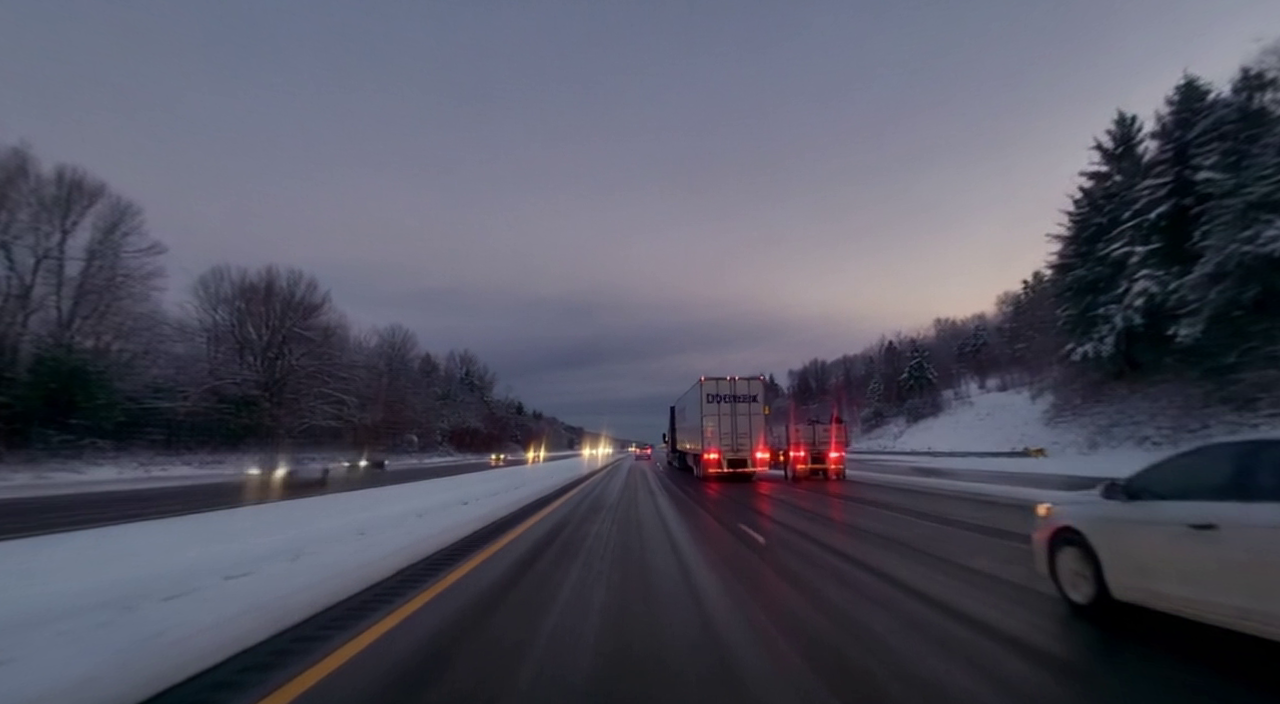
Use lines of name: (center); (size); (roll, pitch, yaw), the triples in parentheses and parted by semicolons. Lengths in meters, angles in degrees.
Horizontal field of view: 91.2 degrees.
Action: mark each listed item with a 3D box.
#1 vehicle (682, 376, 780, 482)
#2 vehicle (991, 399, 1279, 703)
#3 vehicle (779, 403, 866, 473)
vehicle: (3.762, 3.659, 28.628); (3.025, 4.010, 9.542); (0, -9, 0)
vehicle: (3.997, 1.019, 3.277); (1.948, 1.481, 3.955); (0, -9, -1)
vehicle: (11.407, 5.562, 40.188); (2.938, 3.990, 8.556); (0, -9, 0)
